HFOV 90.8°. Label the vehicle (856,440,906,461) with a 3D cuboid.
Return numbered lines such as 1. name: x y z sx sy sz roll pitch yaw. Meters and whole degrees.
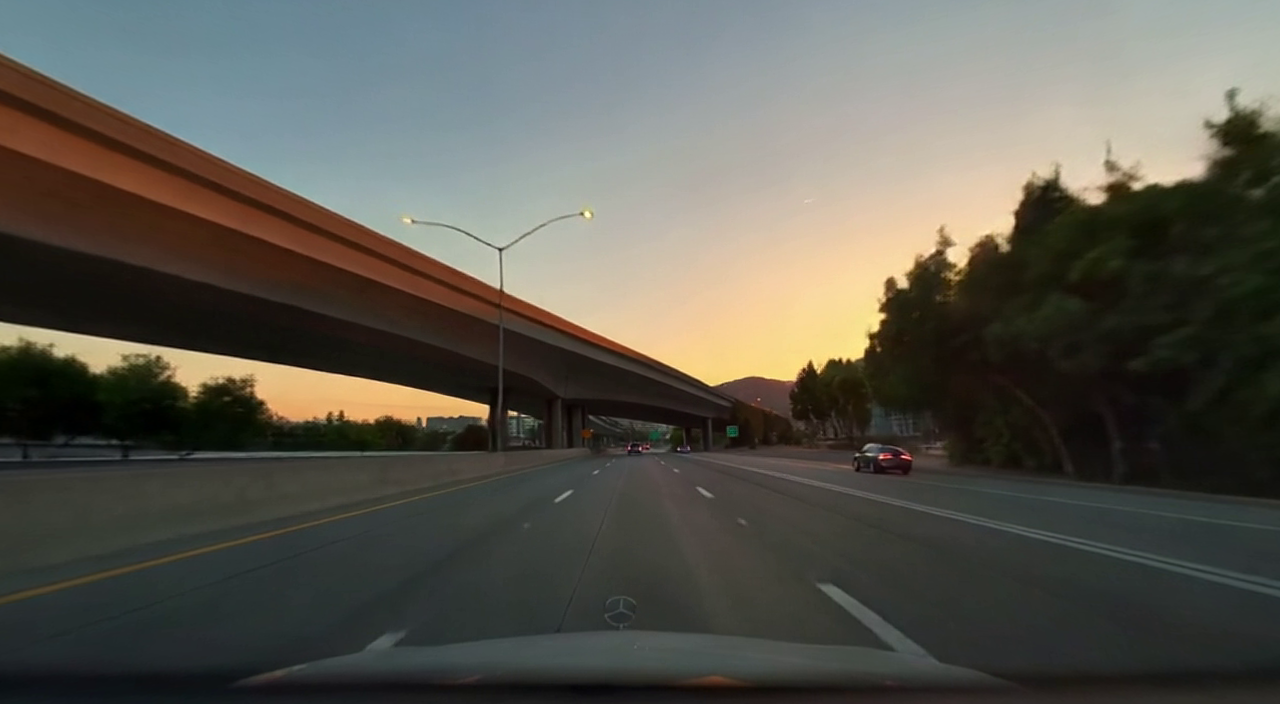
1. vehicle: 18.750 7.669 49.373 2.059 1.457 4.537 -1 -8 -1
